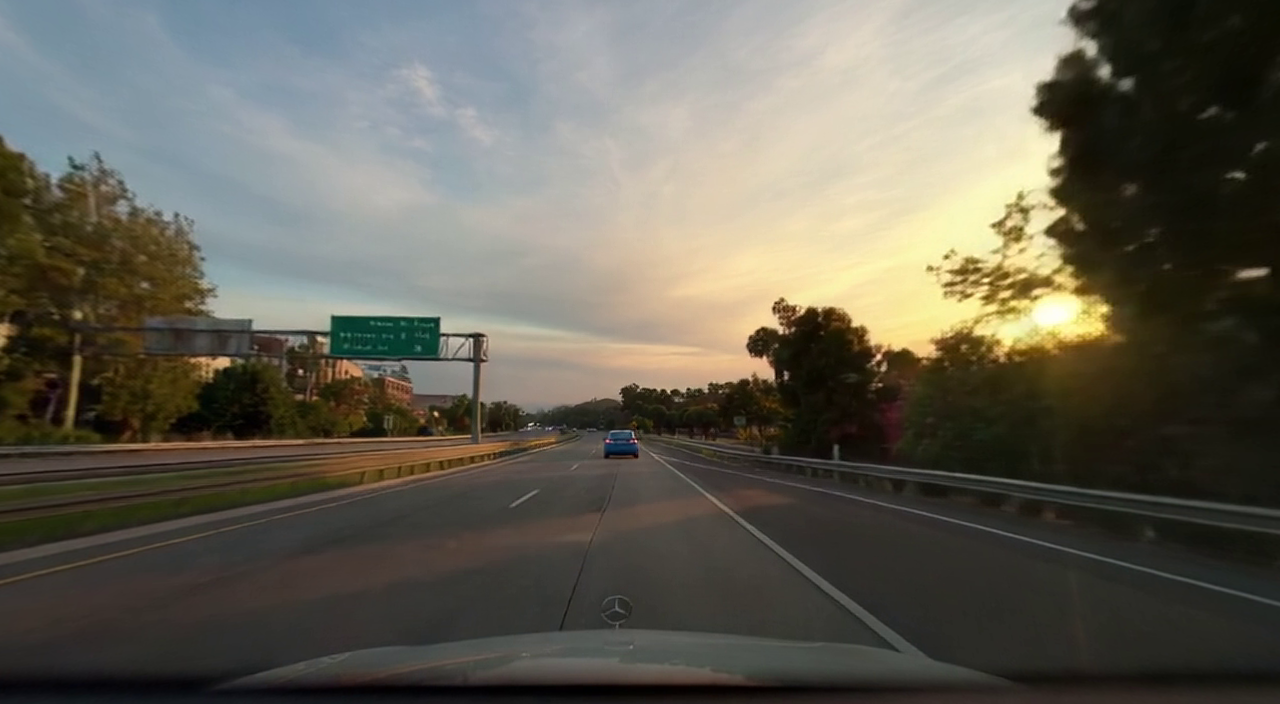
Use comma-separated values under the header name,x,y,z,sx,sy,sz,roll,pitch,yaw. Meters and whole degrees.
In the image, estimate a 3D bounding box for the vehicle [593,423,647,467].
name,x,y,z,sx,sy,sz,roll,pitch,yaw
vehicle,-0.823,3.783,25.720,2.020,1.633,3.942,0,-8,-2
